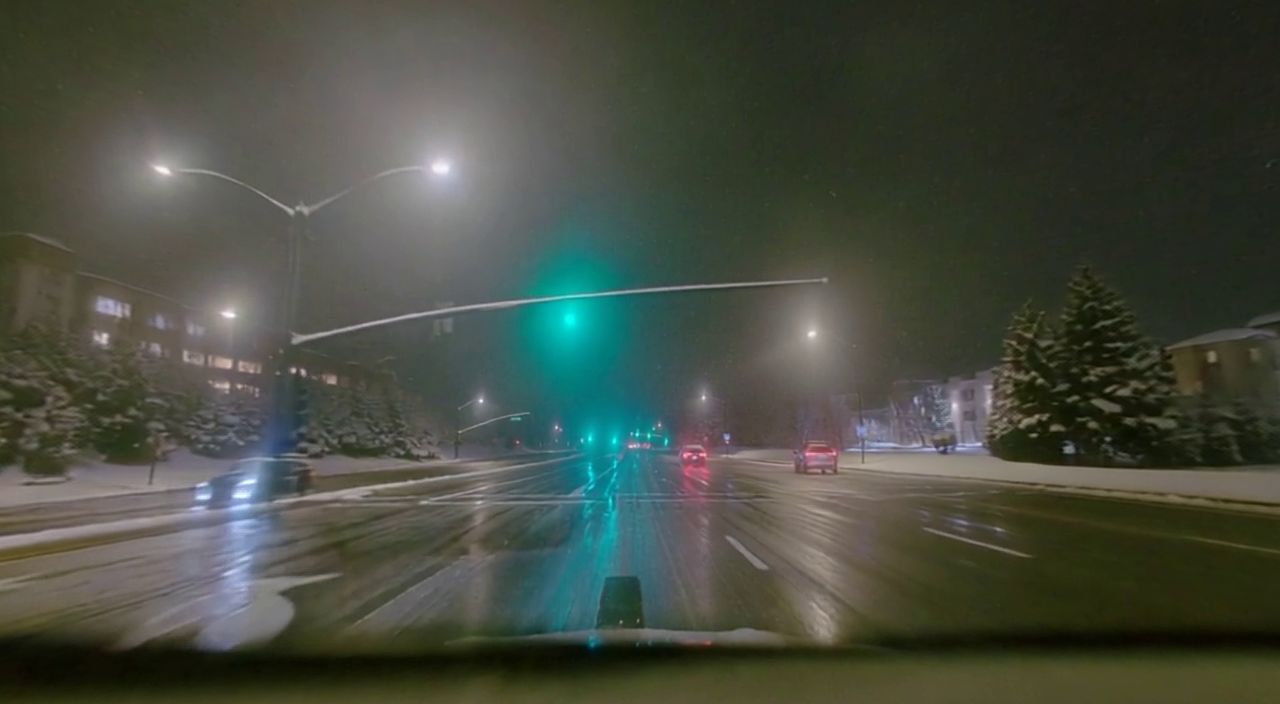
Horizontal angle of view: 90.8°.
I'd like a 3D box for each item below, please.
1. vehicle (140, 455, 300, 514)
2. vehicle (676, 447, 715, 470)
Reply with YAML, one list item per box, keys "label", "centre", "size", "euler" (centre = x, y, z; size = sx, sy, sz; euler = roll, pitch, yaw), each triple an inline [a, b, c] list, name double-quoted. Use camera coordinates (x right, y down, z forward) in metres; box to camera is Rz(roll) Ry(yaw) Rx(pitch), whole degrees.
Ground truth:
- label: "vehicle"
  centre: [-12.479, 3.909, 19.187]
  size: [1.870, 1.501, 4.364]
  euler: [0, -9, 0]
- label: "vehicle"
  centre: [3.801, 7.402, 44.043]
  size: [2.187, 1.475, 4.529]
  euler: [0, -9, -1]
